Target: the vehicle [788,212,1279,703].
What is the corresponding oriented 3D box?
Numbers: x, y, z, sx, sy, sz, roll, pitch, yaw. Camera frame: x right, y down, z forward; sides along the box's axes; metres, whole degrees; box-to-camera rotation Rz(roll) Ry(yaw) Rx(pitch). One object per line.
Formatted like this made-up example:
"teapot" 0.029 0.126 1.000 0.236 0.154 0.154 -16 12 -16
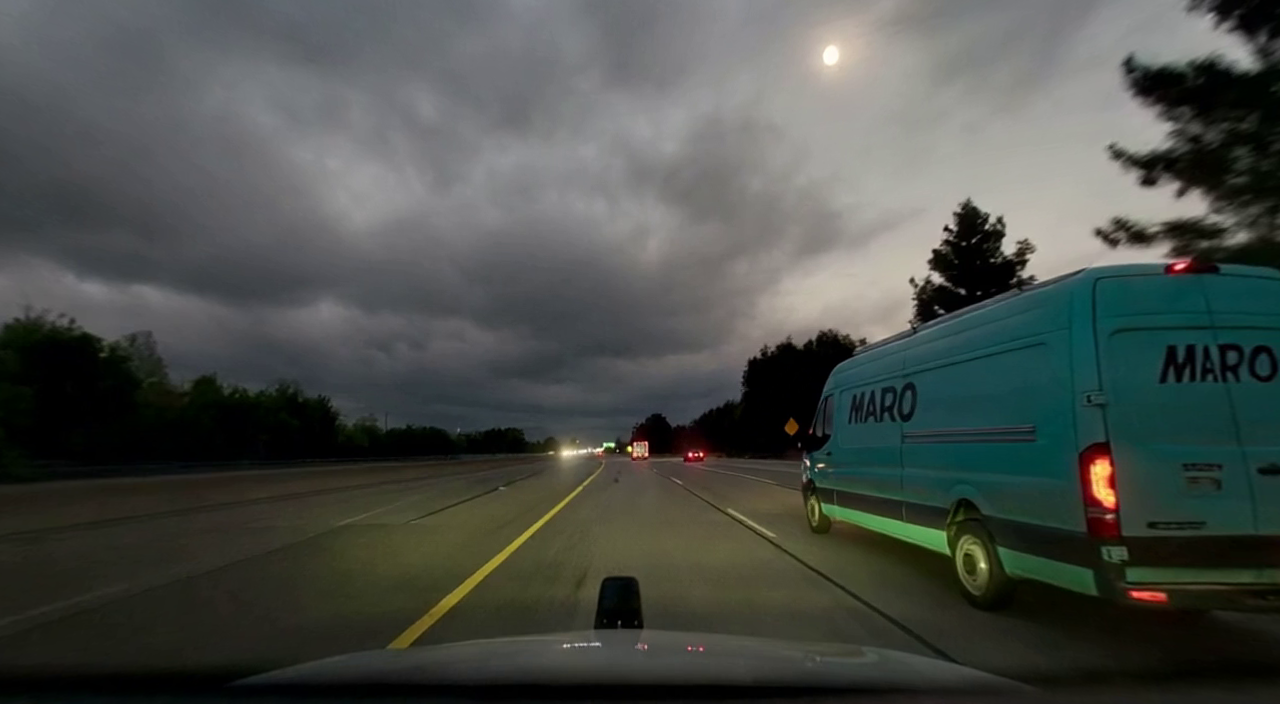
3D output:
"vehicle" 3.804 1.086 7.002 2.355 2.664 7.367 0 -9 -1
